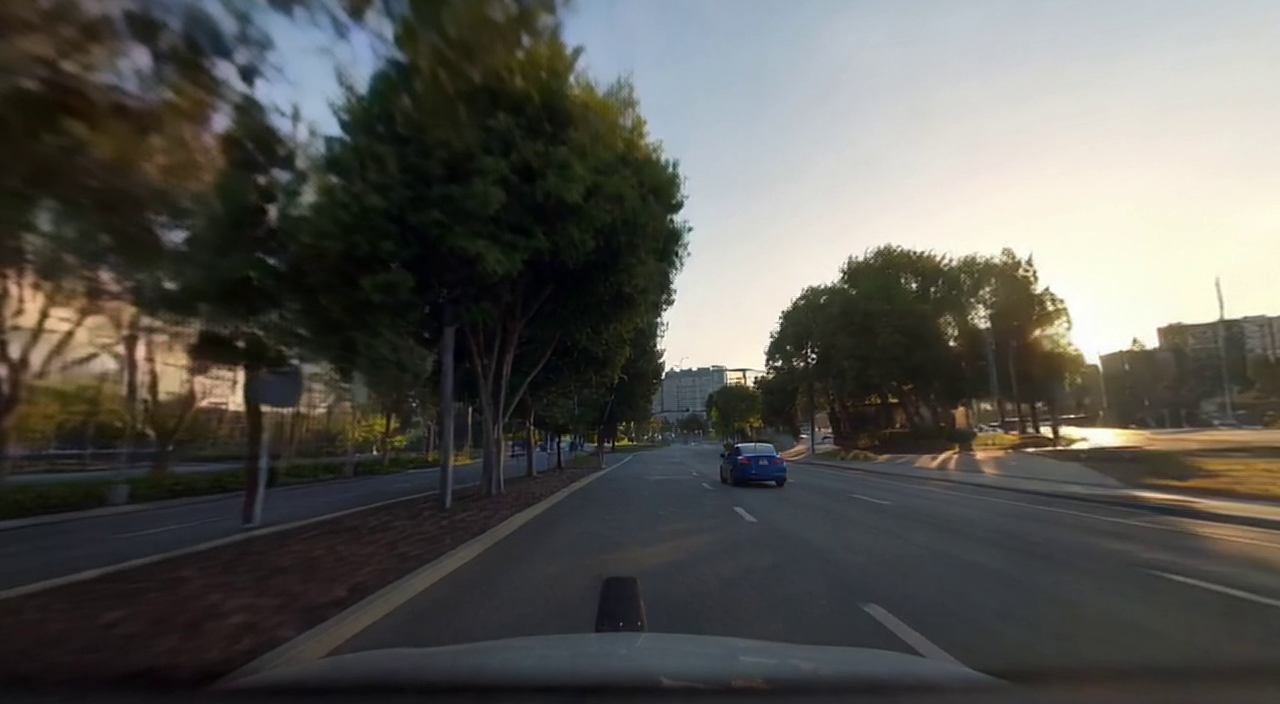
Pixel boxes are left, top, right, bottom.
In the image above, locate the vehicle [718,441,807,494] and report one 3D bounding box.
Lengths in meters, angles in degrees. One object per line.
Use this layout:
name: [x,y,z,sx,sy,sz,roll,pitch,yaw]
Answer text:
vehicle: [3.761,3.622,20.246,1.928,1.481,4.453,0,-9,0]
